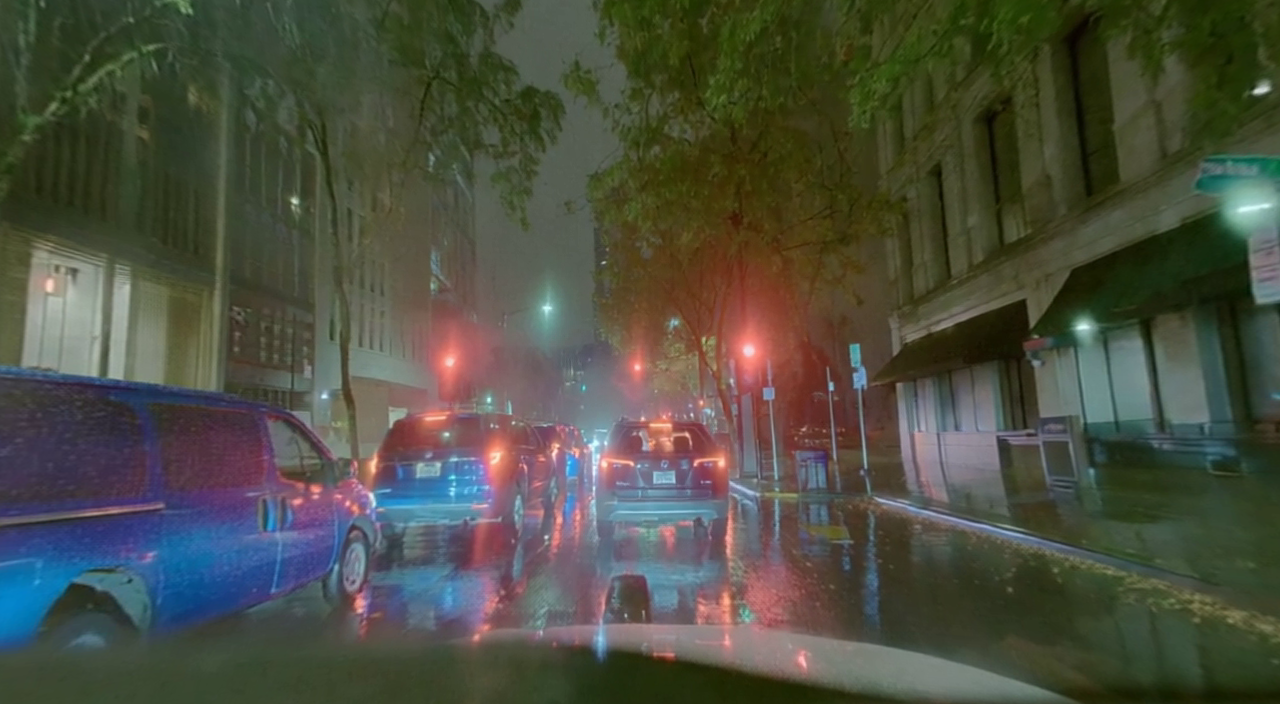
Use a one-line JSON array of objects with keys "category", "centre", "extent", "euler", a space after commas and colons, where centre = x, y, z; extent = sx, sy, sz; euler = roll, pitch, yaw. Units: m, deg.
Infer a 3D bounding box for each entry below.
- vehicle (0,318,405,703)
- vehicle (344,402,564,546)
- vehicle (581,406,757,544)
[{"category": "vehicle", "centre": [-3.169, 1.012, 3.886], "extent": [1.940, 1.722, 3.823], "euler": [0, -8, 0]}, {"category": "vehicle", "centre": [-2.641, 1.882, 10.330], "extent": [2.124, 1.799, 4.587], "euler": [0, -8, 1]}, {"category": "vehicle", "centre": [0.375, 1.844, 9.976], "extent": [2.205, 1.727, 3.917], "euler": [0, -8, 0]}]
